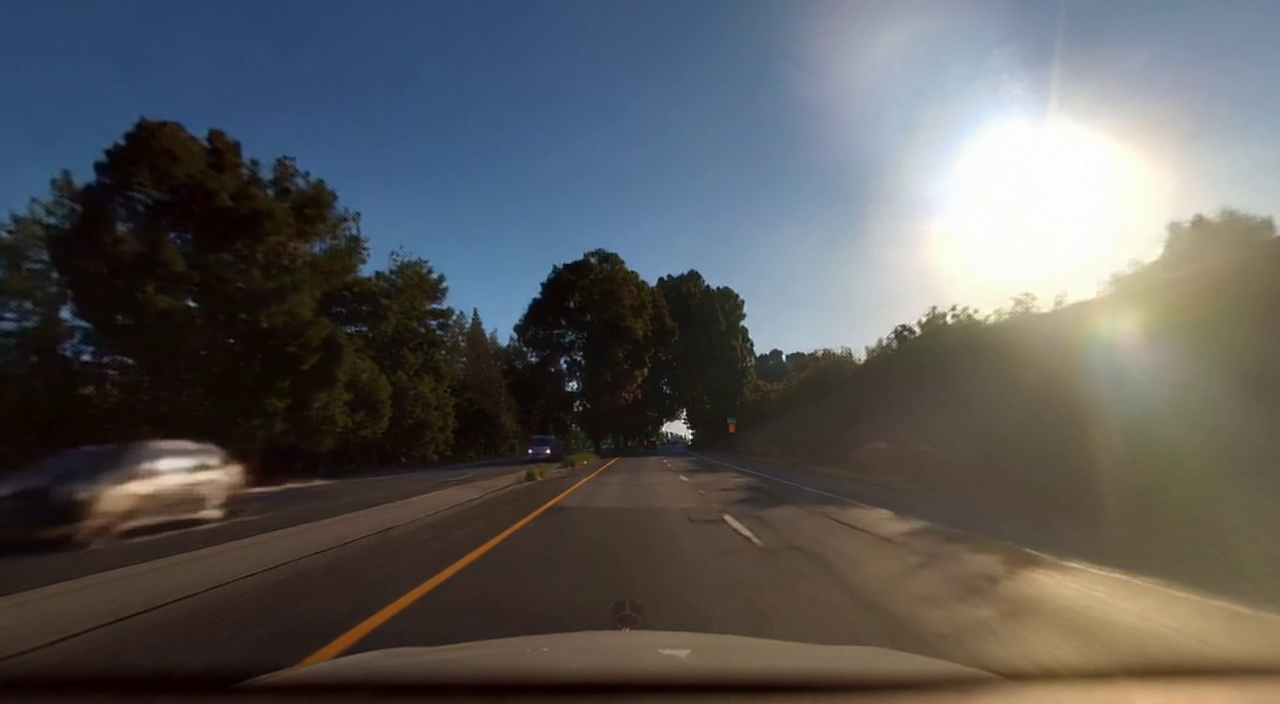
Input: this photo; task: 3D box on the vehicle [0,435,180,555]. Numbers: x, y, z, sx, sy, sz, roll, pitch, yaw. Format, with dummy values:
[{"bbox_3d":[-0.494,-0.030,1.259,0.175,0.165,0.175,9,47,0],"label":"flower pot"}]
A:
[{"bbox_3d":[-9.042,1.898,8.589,2.040,1.491,4.606,0,-8,1],"label":"vehicle"}]
